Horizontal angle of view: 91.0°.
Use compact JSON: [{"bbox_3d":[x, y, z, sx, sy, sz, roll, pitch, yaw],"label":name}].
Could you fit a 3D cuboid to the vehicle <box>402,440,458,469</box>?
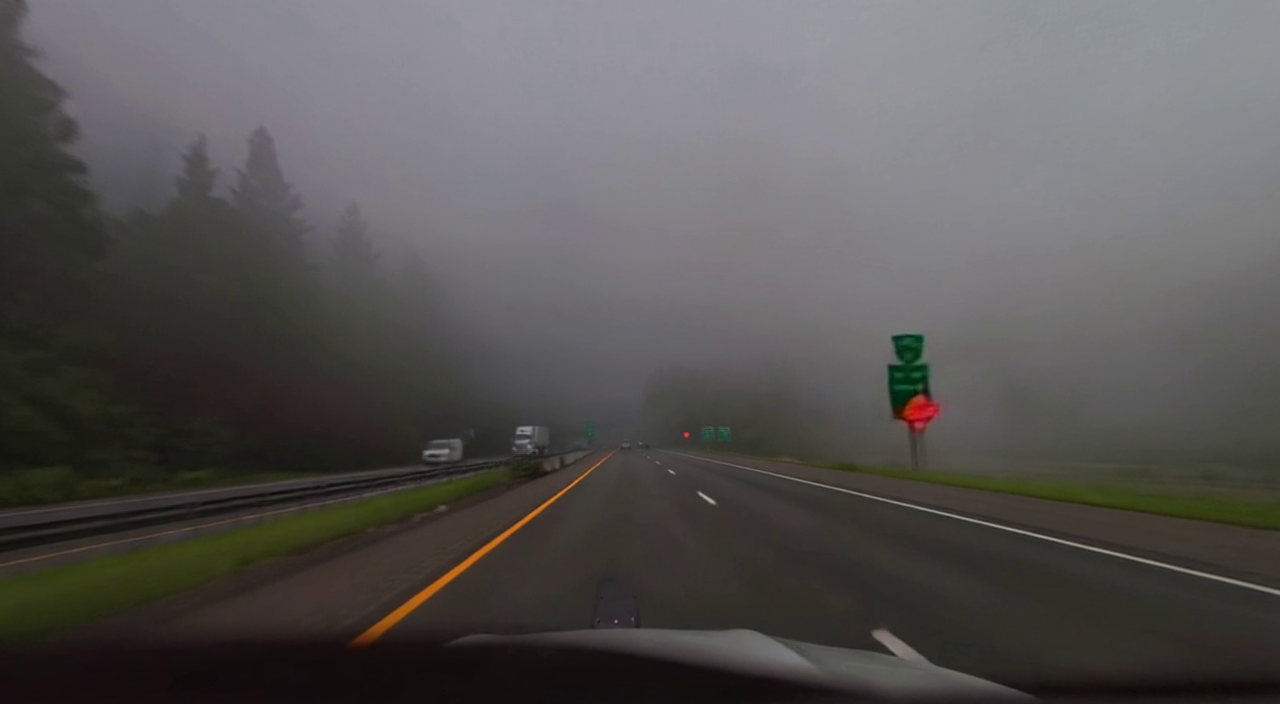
[{"bbox_3d":[-13.085,6.398,39.497,1.966,1.729,4.312,-1,-8,0],"label":"vehicle"}]
